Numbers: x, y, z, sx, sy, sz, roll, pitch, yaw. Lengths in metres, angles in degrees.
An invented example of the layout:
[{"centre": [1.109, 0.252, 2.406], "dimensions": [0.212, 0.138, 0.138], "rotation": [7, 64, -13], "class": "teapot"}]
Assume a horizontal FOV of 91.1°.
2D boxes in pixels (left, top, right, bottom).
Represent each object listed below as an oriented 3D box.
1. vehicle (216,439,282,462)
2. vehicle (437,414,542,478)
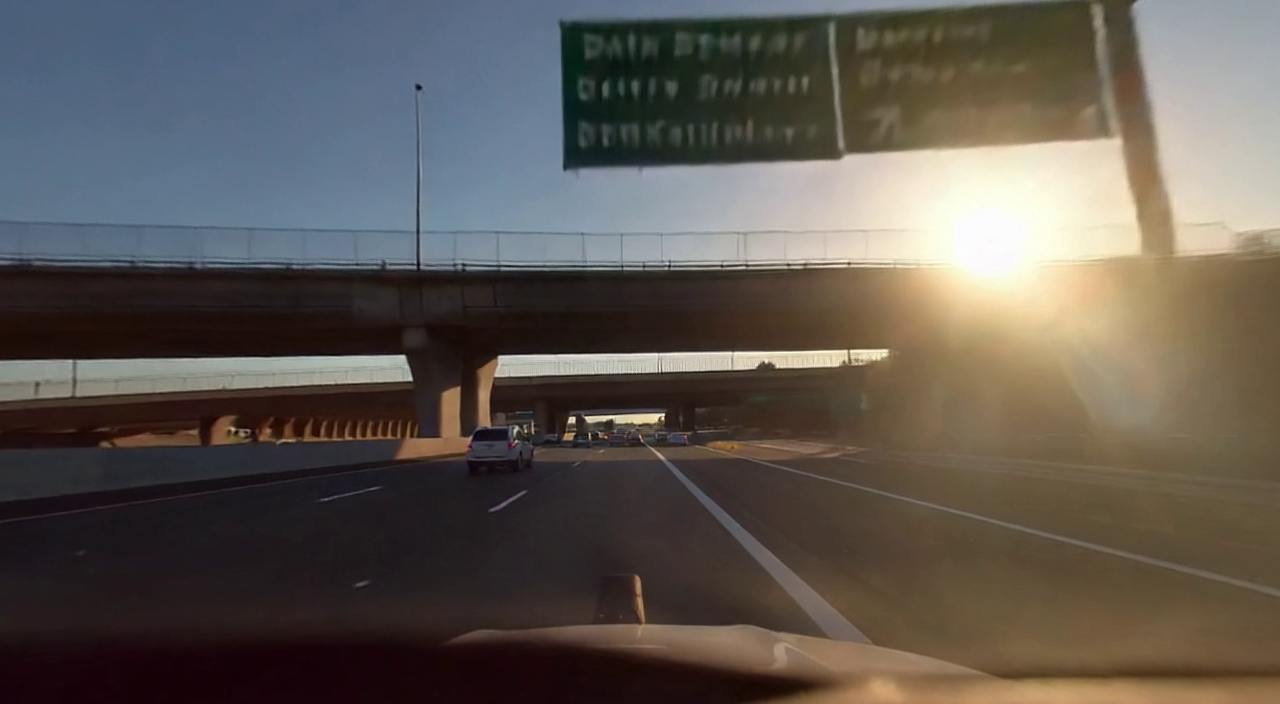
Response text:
[{"centre": [-27.177, 6.848, 43.848], "dimensions": [1.819, 1.503, 4.311], "rotation": [0, -8, -1], "class": "vehicle"}, {"centre": [-4.531, 2.917, 19.756], "dimensions": [2.153, 1.730, 4.772], "rotation": [0, -8, 0], "class": "vehicle"}]
